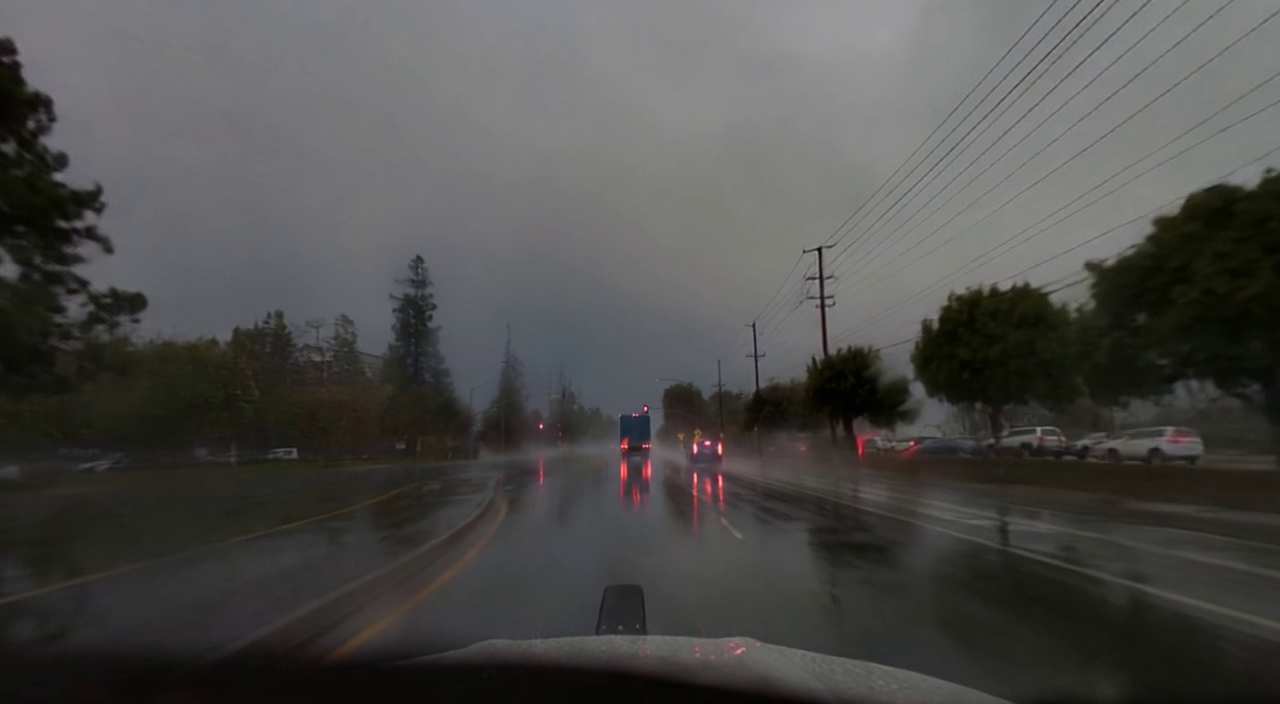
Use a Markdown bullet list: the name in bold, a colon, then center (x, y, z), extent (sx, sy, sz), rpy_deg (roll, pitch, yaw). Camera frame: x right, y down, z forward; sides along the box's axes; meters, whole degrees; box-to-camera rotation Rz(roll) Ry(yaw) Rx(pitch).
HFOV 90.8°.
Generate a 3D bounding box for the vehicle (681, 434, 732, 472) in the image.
- **vehicle**: center (3.428, 5.292, 33.280), extent (2.086, 1.803, 4.607), rpy_deg (0, -8, -1)

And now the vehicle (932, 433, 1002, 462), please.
- **vehicle**: center (20.695, 6.072, 40.192), extent (1.917, 1.682, 4.575), rpy_deg (0, -8, -1)

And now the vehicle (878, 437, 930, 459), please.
- **vehicle**: center (20.406, 7.440, 49.075), extent (2.010, 1.567, 4.519), rpy_deg (0, -8, -1)

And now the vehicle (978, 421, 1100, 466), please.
- **vehicle**: center (20.649, 4.802, 33.143), extent (2.529, 2.086, 5.902), rpy_deg (0, -9, 0)

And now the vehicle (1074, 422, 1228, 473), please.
- **vehicle**: center (20.584, 3.881, 25.822), extent (1.993, 1.854, 5.008), rpy_deg (0, -8, -1)

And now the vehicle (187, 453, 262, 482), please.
- **vehicle**: center (-26.236, 7.261, 40.094), extent (2.188, 1.669, 4.546), rpy_deg (1, -9, -8)
